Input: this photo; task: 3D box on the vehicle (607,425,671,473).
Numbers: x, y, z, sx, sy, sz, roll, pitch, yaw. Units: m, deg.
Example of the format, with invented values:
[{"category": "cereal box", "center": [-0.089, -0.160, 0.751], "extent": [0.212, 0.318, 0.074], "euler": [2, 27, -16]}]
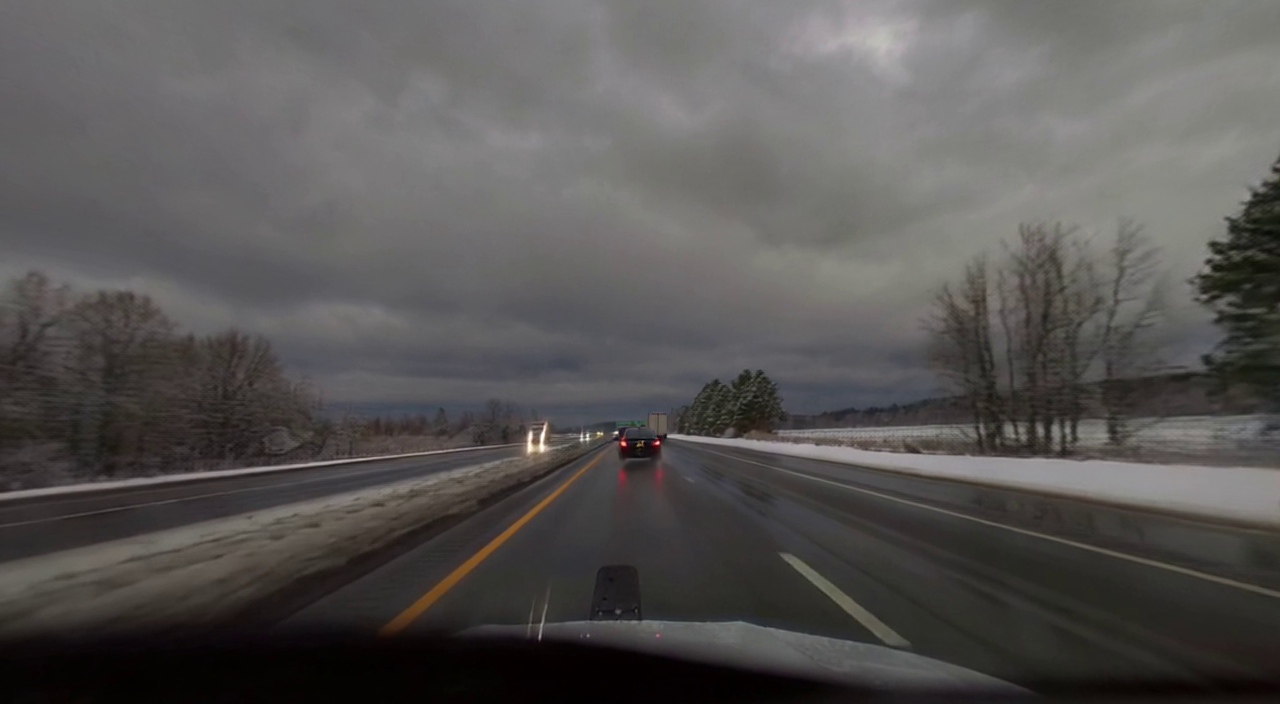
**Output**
[{"category": "vehicle", "center": [-0.073, 3.613, 23.632], "extent": [2.216, 1.623, 4.220], "euler": [0, -8, -1]}]
